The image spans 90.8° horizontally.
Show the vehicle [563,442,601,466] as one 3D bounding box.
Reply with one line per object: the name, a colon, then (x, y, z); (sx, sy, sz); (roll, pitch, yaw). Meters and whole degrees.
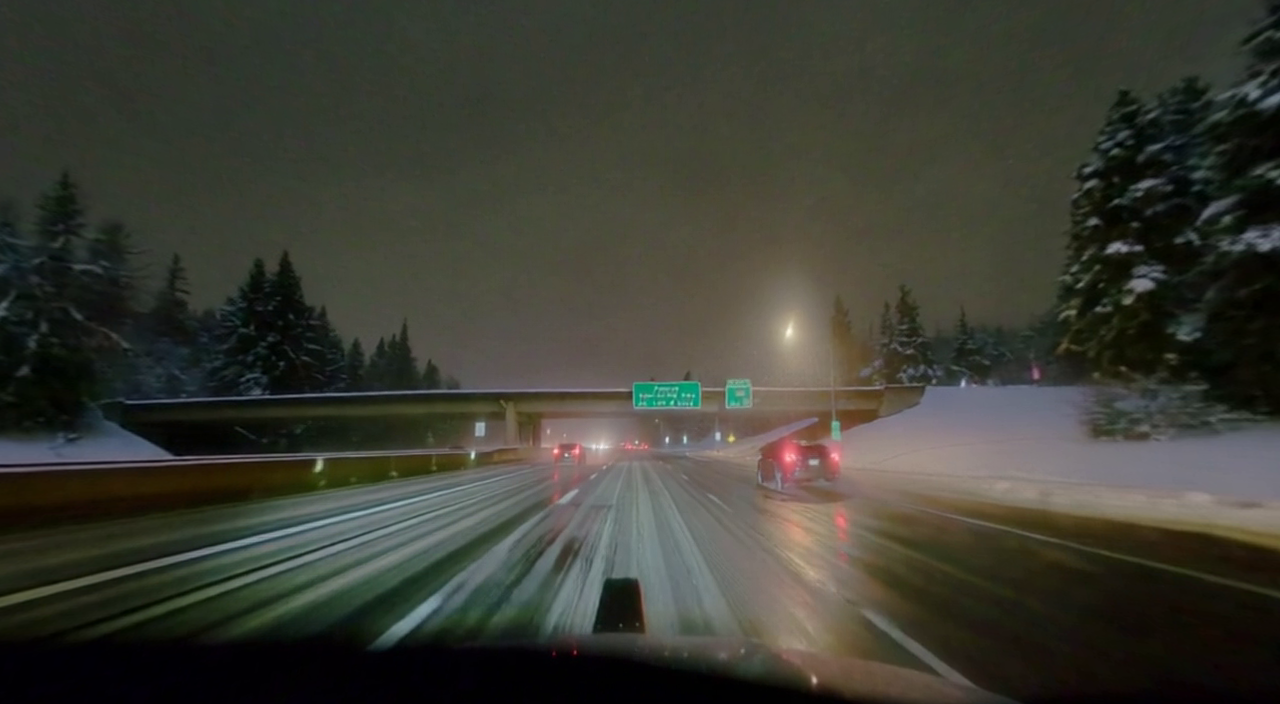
vehicle: (-3.795, 6.753, 42.031); (2.091, 1.544, 4.409); (0, -8, 0)
